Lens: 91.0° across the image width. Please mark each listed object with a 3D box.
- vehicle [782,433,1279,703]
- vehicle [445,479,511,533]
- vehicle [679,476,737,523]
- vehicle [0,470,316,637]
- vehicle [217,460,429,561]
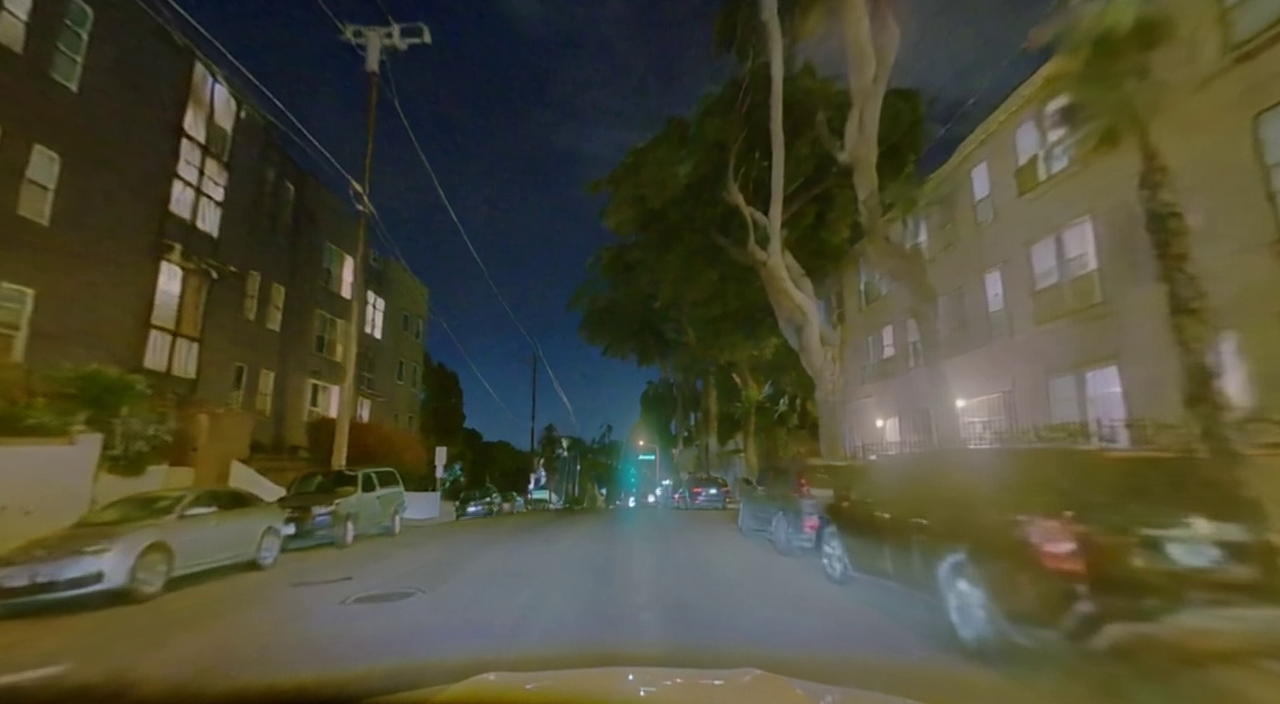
[{"bbox_3d":[2.980,1.456,5.208,2.212,1.476,4.678,1,-8,-4],"label":"vehicle"},{"bbox_3d":[-7.047,6.735,27.926,1.933,1.824,5.142,0,-8,-4],"label":"vehicle"},{"bbox_3d":[2.572,5.705,24.670,1.756,1.455,3.965,0,-8,-1],"label":"vehicle"},{"bbox_3d":[-6.516,2.420,8.513,1.960,1.437,4.454,0,-8,-1],"label":"vehicle"},{"bbox_3d":[-6.724,3.384,14.292,2.017,1.683,5.412,0,-8,0],"label":"vehicle"}]
